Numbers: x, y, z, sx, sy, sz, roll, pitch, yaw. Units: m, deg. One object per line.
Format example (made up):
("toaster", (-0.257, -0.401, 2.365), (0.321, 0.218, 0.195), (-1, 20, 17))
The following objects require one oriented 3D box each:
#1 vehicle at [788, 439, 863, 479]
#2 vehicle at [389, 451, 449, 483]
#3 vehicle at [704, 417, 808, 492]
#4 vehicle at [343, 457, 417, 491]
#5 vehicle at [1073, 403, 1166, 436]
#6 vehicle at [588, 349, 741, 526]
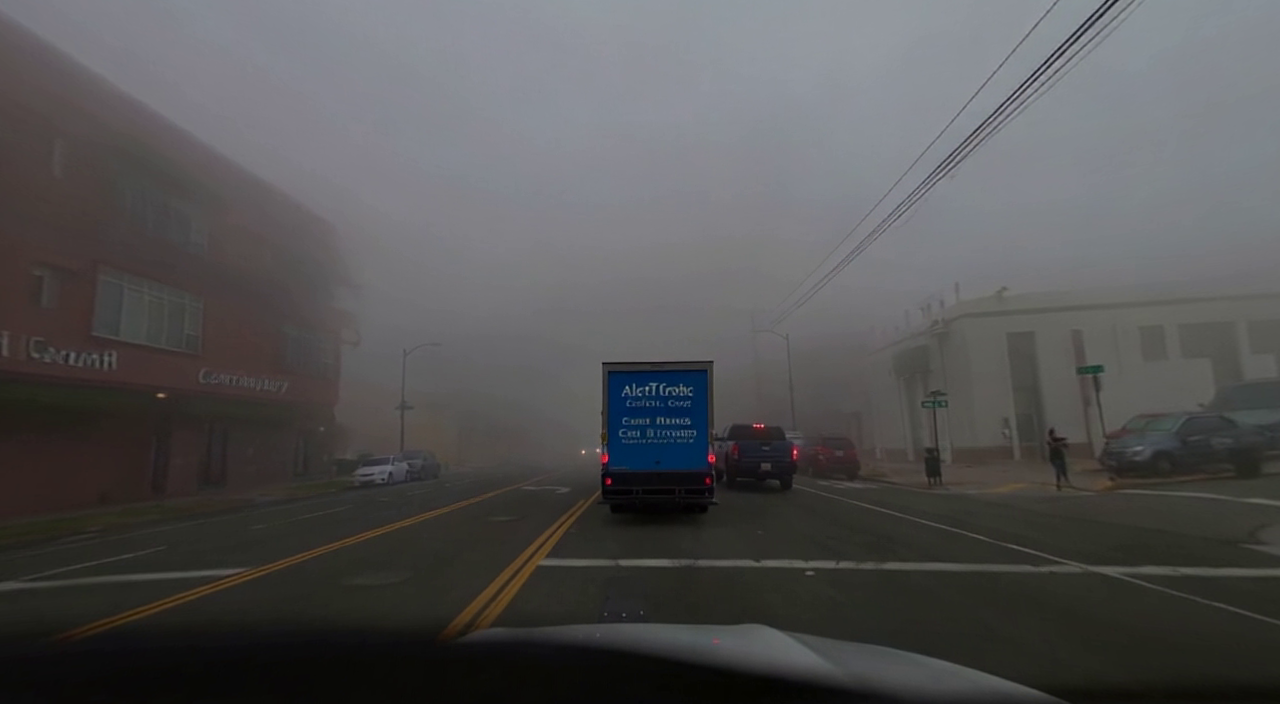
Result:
("vehicle", (7.791, 4.539, 26.819), (1.951, 1.548, 4.290), (0, -9, 1))
("vehicle", (-13.103, 6.812, 37.500), (1.943, 1.682, 4.365), (0, -8, 0))
("vehicle", (3.500, 3.261, 20.162), (2.346, 2.062, 5.236), (0, -8, 0))
("vehicle", (-13.256, 6.234, 32.294), (1.901, 1.508, 4.405), (0, -8, 0))
("vehicle", (26.031, 3.739, 34.251), (1.811, 1.623, 3.921), (1, -9, -3))
("vehicle", (0.293, 1.847, 13.539), (2.517, 2.926, 6.177), (0, -9, -2))
